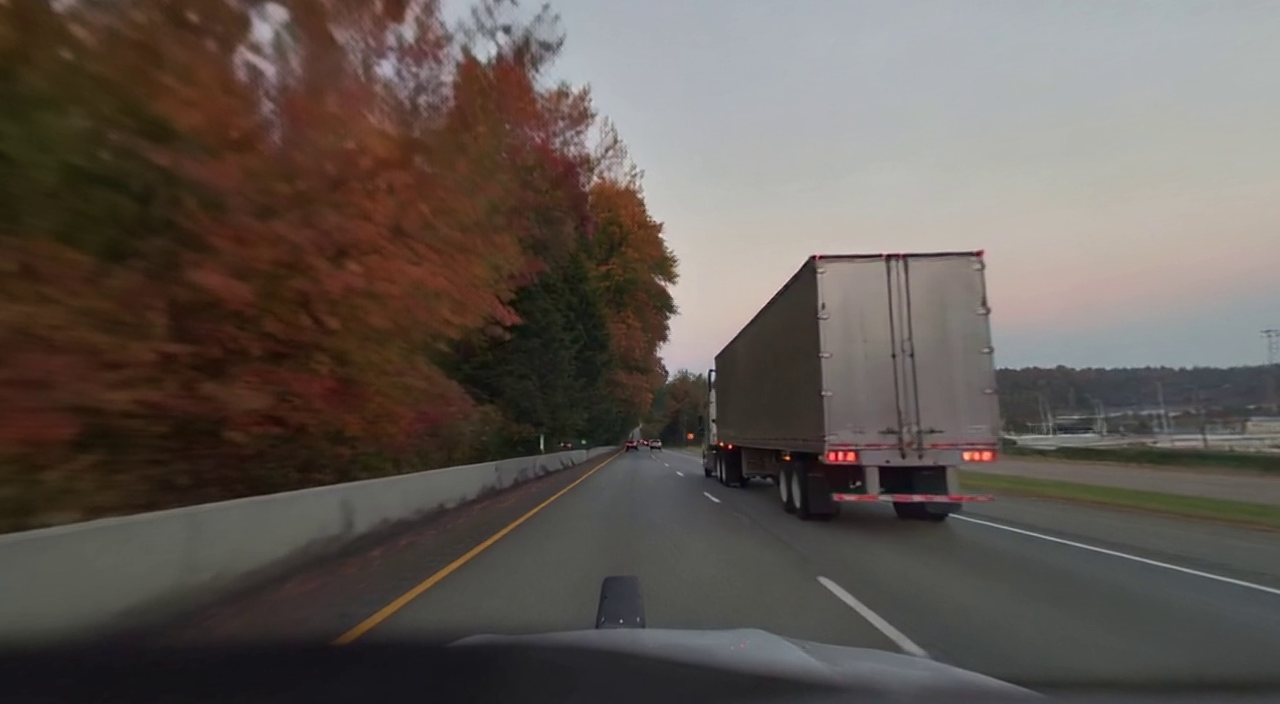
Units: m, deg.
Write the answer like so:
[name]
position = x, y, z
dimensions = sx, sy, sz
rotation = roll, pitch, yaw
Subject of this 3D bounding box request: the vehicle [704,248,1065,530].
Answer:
[vehicle]
position = 4.237, 1.545, 16.450
dimensions = 3.357, 4.101, 14.659
rotation = 0, -8, -1
